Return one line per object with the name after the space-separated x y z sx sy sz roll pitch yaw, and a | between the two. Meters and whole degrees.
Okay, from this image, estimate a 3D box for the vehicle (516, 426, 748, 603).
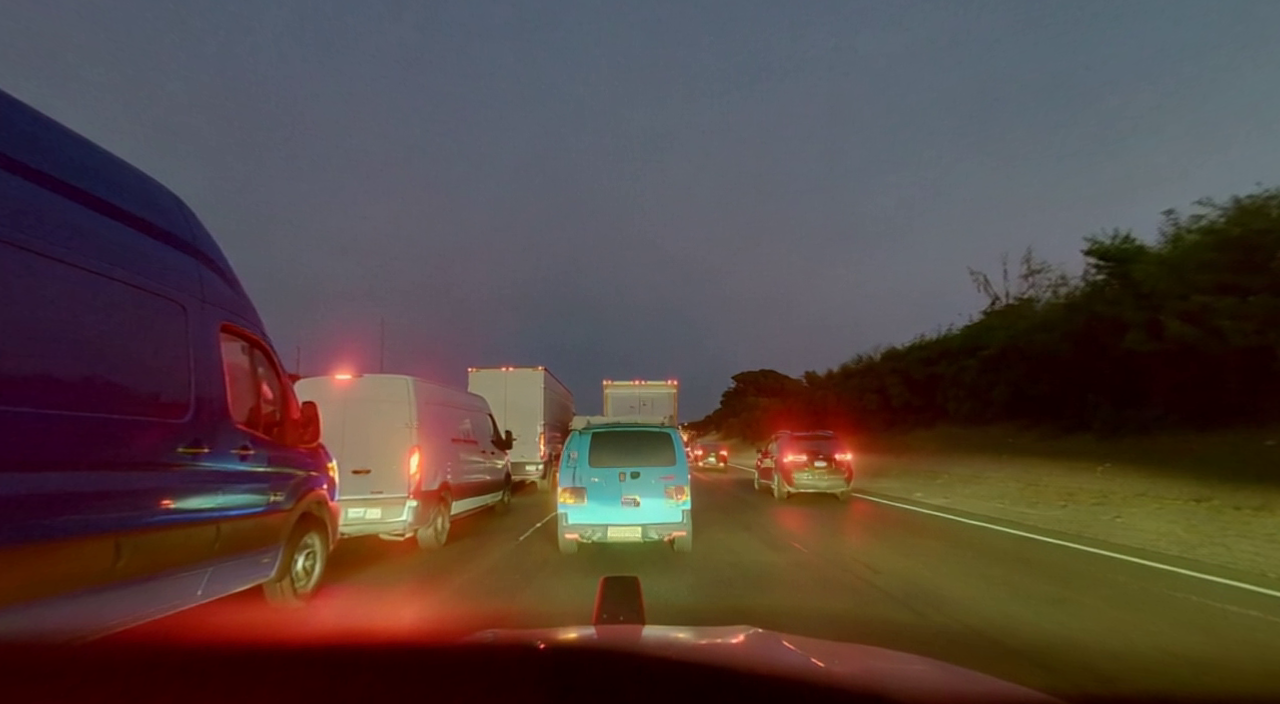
-0.104 1.668 7.207 1.995 1.495 3.380 0 -9 -1 | vehicle

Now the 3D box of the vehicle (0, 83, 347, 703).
-4.074 0.253 3.055 2.254 2.879 6.656 0 -9 -2 | vehicle

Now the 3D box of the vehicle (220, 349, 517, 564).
-4.018 1.798 11.284 2.349 2.643 6.807 0 -9 -1 | vehicle
